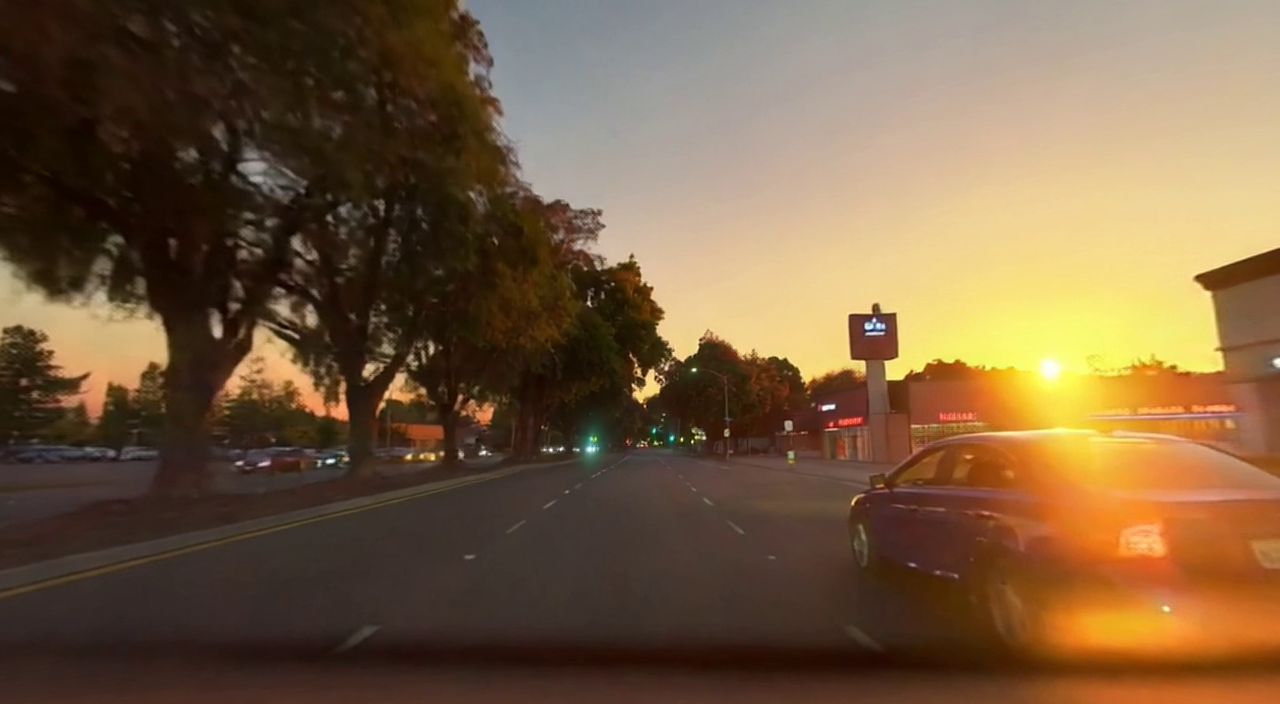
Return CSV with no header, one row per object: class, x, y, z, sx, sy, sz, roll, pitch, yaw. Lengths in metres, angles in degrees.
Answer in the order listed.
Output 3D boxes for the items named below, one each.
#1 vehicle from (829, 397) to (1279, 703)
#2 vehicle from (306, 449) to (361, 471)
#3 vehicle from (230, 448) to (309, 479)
vehicle,3.070,1.215,4.480,2.004,1.470,4.544,0,-8,0
vehicle,-22.555,7.938,46.619,1.784,1.438,4.471,0,-8,0
vehicle,-19.349,5.823,33.153,1.761,1.488,3.822,-1,-8,1
